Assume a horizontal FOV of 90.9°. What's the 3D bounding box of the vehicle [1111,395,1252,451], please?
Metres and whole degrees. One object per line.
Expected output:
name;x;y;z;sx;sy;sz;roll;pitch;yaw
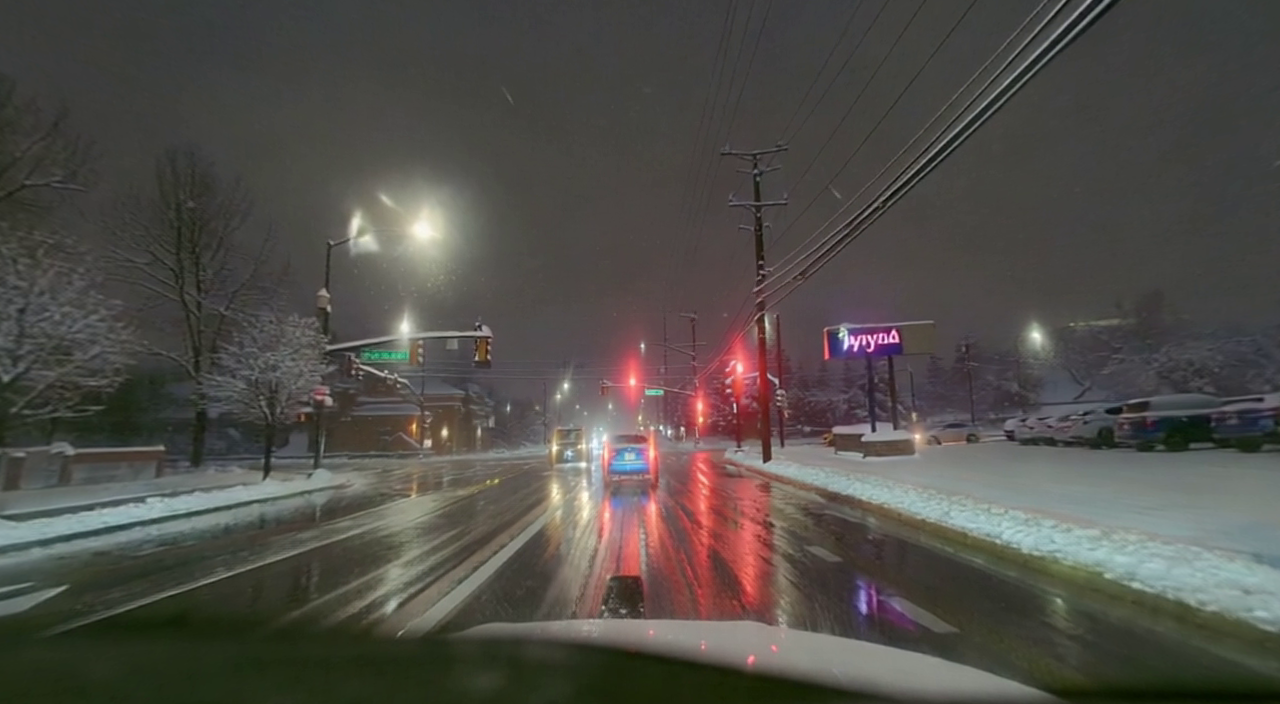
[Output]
vehicle;18.450;2.474;21.498;4.206;1.722;2.100;4;-9;-28

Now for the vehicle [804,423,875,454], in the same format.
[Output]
vehicle;10.337;4.549;33.027;1.842;1.471;4.481;1;-8;-6

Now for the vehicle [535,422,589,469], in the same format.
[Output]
vehicle;-3.332;4.003;27.156;2.106;1.852;4.512;1;-8;-7

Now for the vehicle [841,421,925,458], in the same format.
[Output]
vehicle;10.267;3.773;27.062;1.888;1.455;4.268;0;-8;0

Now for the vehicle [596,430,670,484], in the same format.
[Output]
vehicle;-0.292;3.242;19.792;2.070;1.481;4.216;0;-8;-2

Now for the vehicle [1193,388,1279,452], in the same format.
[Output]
vehicle;18.862;2.090;18.896;3.791;1.720;1.992;4;-9;-27

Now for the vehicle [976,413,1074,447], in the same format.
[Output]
vehicle;18.443;3.764;30.184;4.446;1.511;1.977;4;-9;-29
